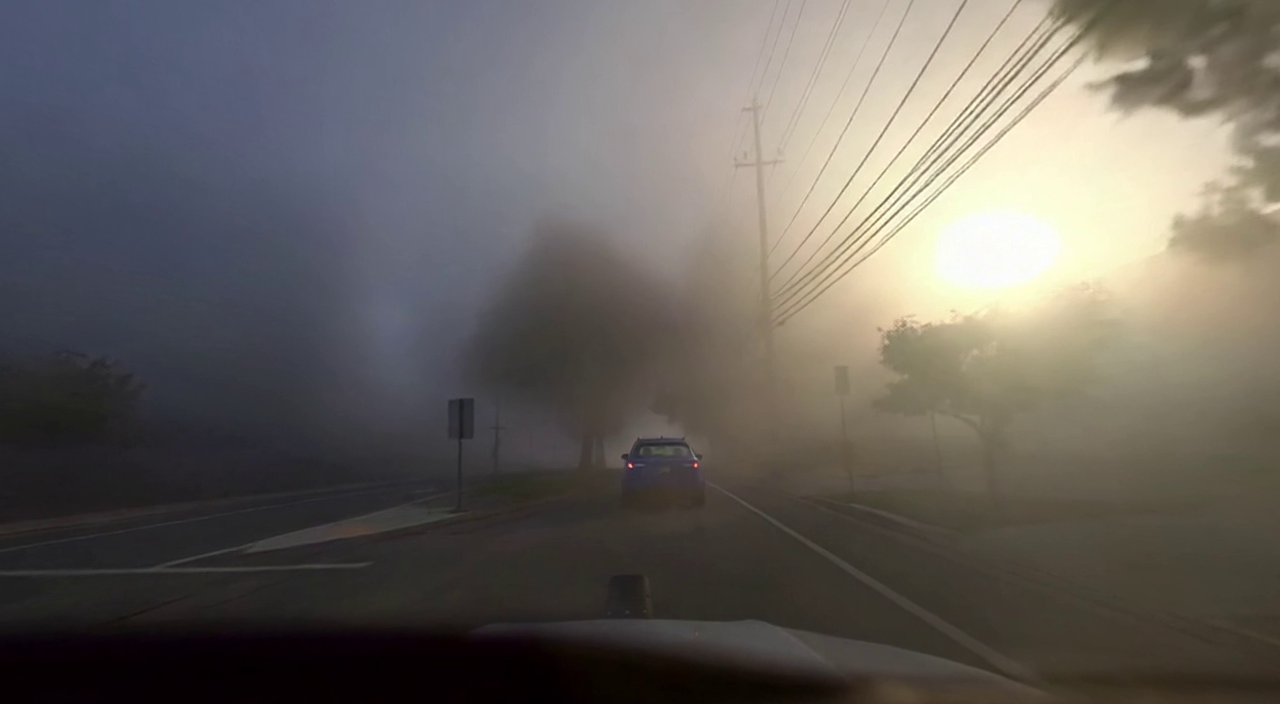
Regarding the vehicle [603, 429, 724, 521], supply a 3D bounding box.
[{"bbox_3d":[0.415,2.552,13.612,2.200,1.653,4.127,0,-8,0],"label":"vehicle"}]
